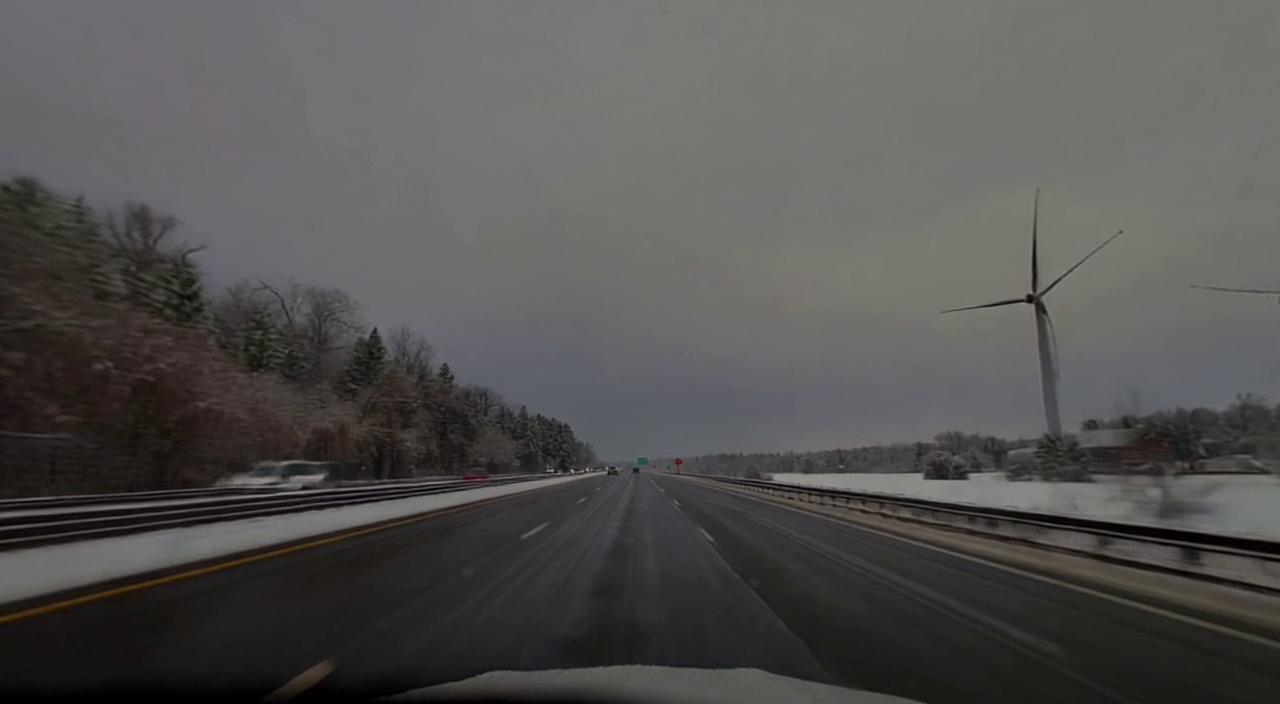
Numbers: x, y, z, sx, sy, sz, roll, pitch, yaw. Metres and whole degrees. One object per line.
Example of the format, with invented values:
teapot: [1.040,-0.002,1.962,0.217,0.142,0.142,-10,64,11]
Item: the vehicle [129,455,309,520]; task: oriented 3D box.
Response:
vehicle: [-12.088,3.929,18.600,2.068,1.615,4.594,1,-11,0]
